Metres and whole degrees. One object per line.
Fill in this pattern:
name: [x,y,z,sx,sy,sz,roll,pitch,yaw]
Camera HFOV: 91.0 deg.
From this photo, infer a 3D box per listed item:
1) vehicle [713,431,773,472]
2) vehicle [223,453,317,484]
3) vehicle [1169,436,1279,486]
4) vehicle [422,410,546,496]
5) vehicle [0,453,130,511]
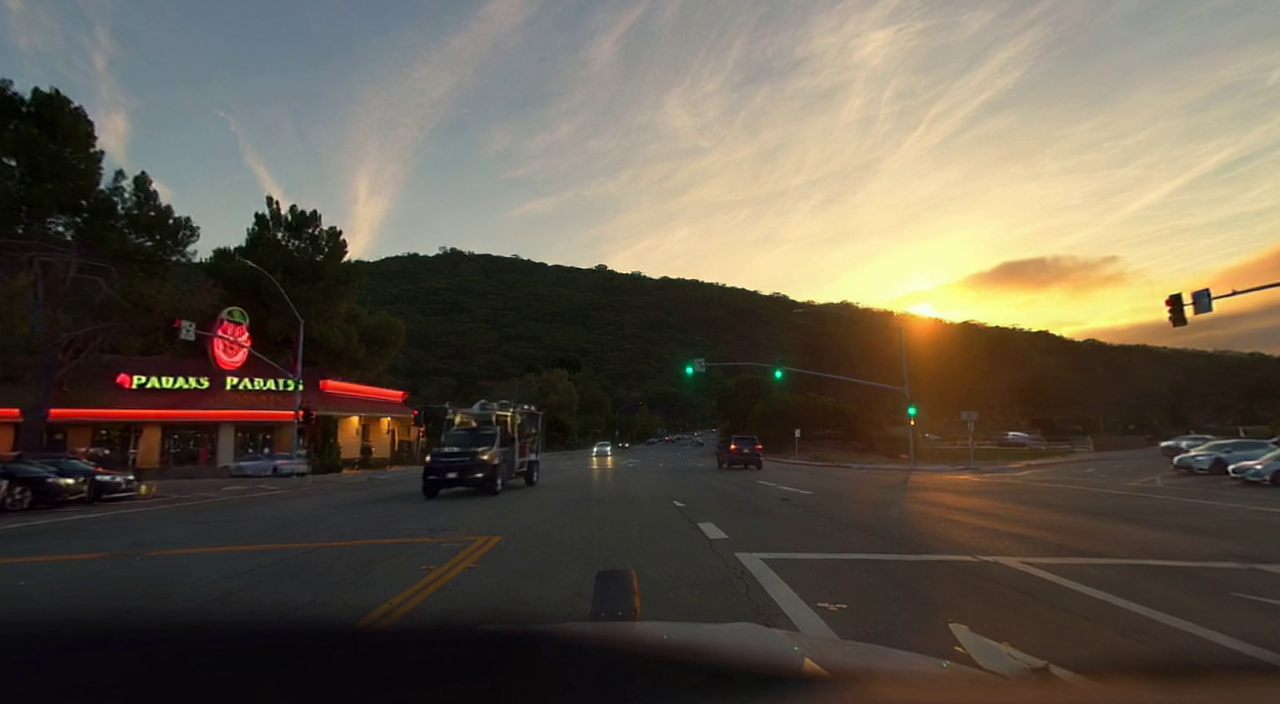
vehicle: [5.909,5.838,36.966,2.388,2.201,5.139,0,-9,-3]
vehicle: [-21.677,6.803,37.065,4.336,1.706,2.069,3,-9,-18]
vehicle: [25.074,4.465,26.041,4.546,1.944,2.051,1,-9,-5]
vehicle: [-4.687,3.196,20.118,2.318,2.325,5.910,0,-9,1]
vehicle: [-19.774,4.190,20.521,4.440,1.748,2.033,0,-9,1]
